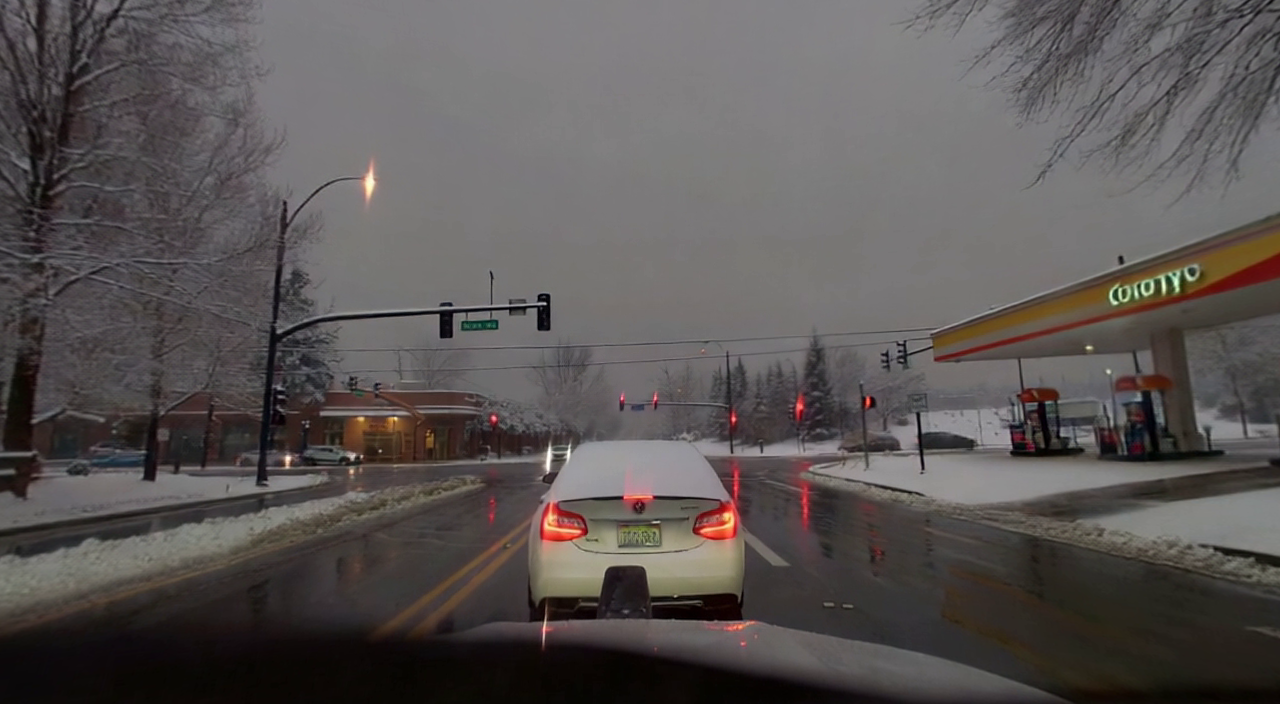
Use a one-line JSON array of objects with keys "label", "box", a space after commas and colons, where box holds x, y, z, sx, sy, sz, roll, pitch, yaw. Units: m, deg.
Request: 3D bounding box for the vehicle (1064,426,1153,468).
[{"label": "vehicle", "box": [18.564, 3.752, 24.899, 4.091, 1.495, 2.053, 8, -12, -44]}]

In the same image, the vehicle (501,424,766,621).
[{"label": "vehicle", "box": [-0.047, 1.600, 6.897, 2.010, 1.482, 4.057, 0, -8, 0]}]

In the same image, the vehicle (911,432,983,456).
[{"label": "vehicle", "box": [21.059, 6.325, 43.296, 3.975, 1.563, 1.755, -1, -8, 4]}]
